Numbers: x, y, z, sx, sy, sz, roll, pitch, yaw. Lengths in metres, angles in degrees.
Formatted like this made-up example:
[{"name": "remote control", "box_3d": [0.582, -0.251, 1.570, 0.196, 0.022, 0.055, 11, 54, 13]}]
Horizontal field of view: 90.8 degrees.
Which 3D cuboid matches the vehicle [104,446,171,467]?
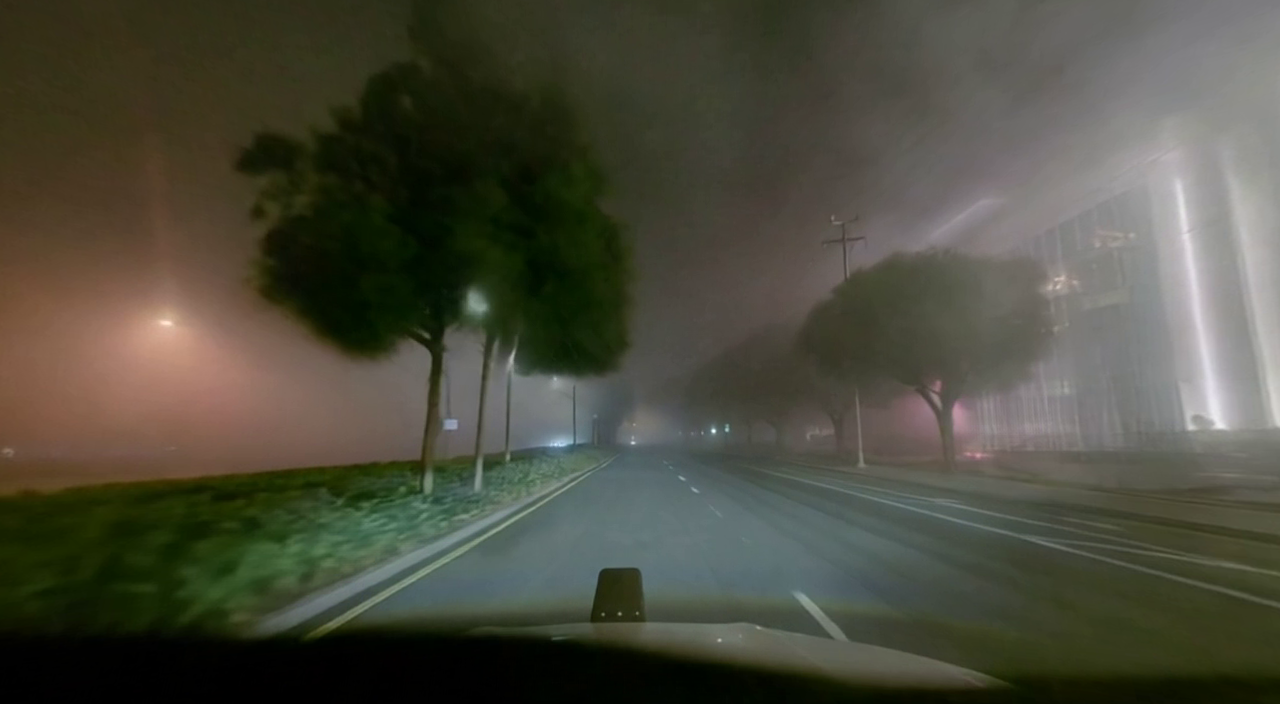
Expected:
[{"name": "vehicle", "box_3d": [-38.391, 7.977, 48.422, 1.913, 1.545, 4.055, 0, -9, -3]}]
